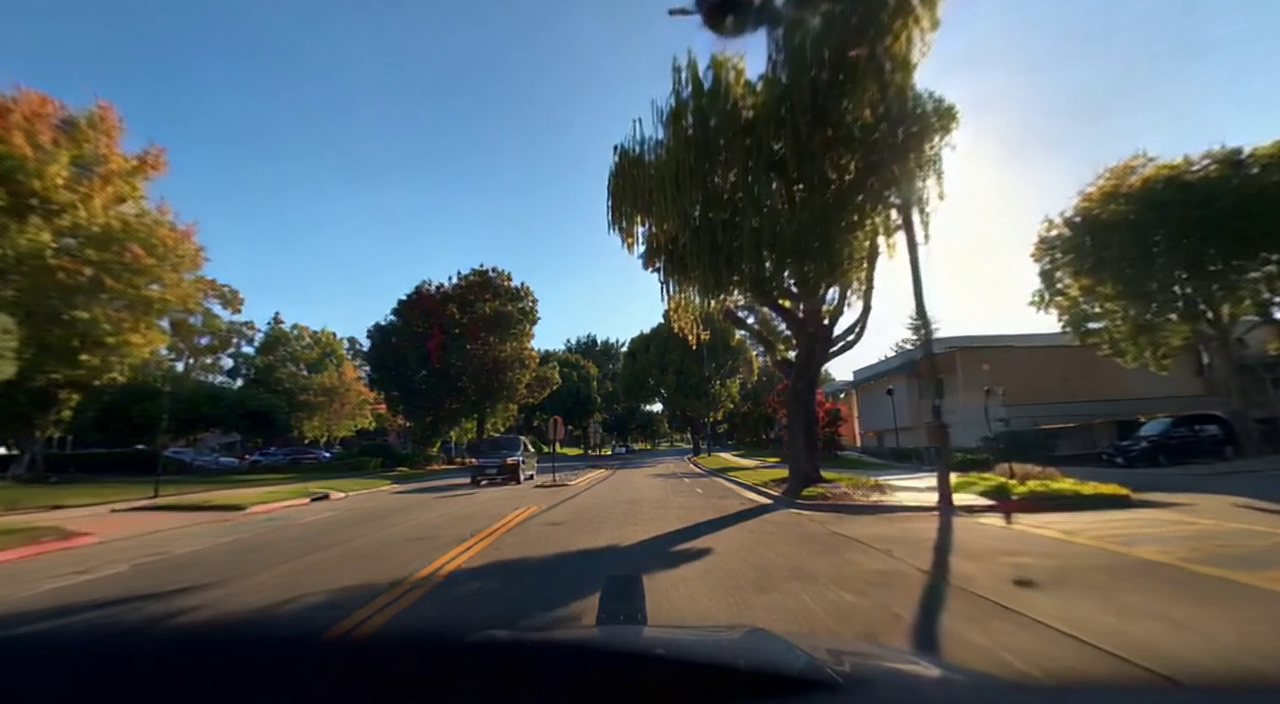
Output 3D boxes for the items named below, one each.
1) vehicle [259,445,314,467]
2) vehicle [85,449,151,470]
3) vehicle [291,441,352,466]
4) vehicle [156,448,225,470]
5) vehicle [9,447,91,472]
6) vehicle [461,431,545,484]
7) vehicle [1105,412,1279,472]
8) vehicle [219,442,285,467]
[{"bbox_3d":[-26.006,7.629,46.612,1.641,1.505,4.016,-1,-9,2],"label":"vehicle"},{"bbox_3d":[-39.000,8.058,47.334,1.666,1.471,3.630,2,-10,2],"label":"vehicle"},{"bbox_3d":[-23.327,7.479,46.454,1.850,1.662,4.580,1,-10,3],"label":"vehicle"},{"bbox_3d":[-33.563,7.962,47.320,1.785,1.493,4.343,-1,-8,4],"label":"vehicle"},{"bbox_3d":[-44.239,8.095,47.490,1.823,1.673,4.232,-4,-10,5],"label":"vehicle"},{"bbox_3d":[-5.442,4.278,25.965,2.252,1.936,5.538,-1,-8,0],"label":"vehicle"},{"bbox_3d":[20.441,3.343,23.421,4.593,1.776,2.094,-4,-9,-1],"label":"vehicle"},{"bbox_3d":[-28.463,7.518,46.537,1.977,1.701,4.396,-1,-8,2],"label":"vehicle"}]
